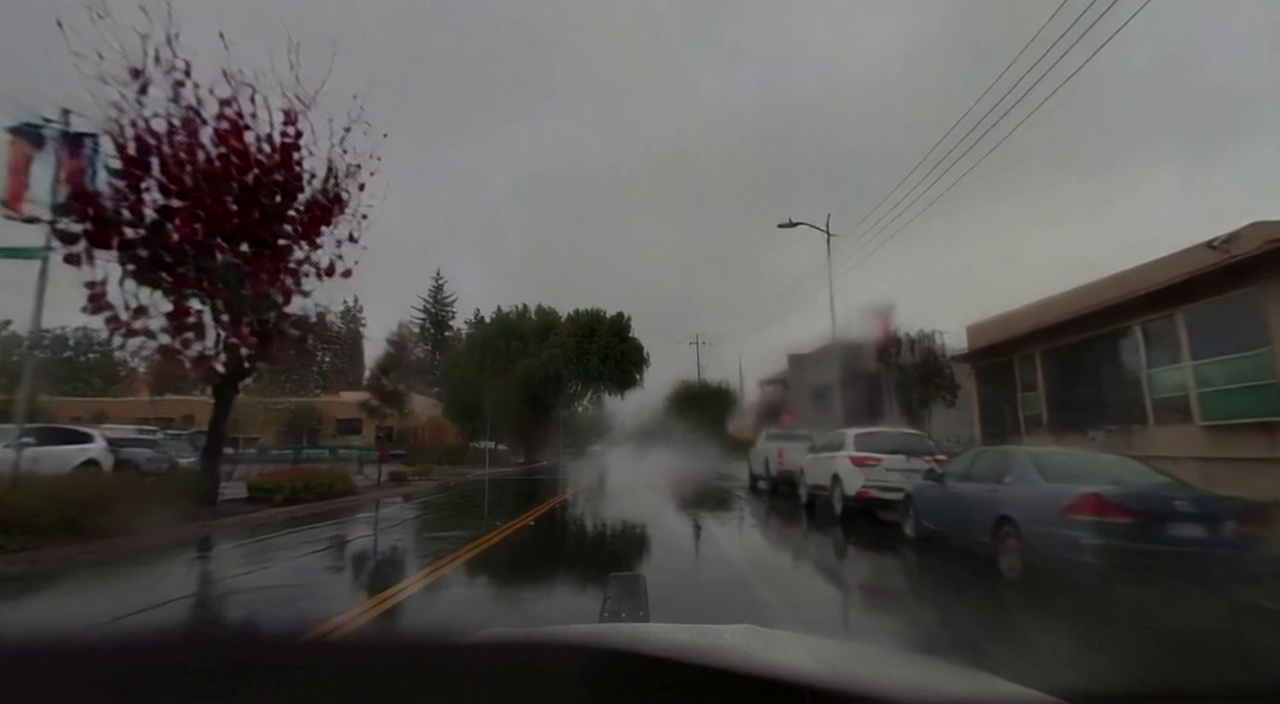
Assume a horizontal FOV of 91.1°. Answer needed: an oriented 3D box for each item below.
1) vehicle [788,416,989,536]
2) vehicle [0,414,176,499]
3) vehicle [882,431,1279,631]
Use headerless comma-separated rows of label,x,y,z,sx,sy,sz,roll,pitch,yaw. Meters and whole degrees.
vehicle,4.394,2.263,12.067,2.041,1.838,4.524,0,-8,1
vehicle,-15.860,2.708,16.460,5.525,2.057,2.256,0,-8,1
vehicle,4.417,1.677,6.959,1.801,1.491,4.308,0,-8,1
